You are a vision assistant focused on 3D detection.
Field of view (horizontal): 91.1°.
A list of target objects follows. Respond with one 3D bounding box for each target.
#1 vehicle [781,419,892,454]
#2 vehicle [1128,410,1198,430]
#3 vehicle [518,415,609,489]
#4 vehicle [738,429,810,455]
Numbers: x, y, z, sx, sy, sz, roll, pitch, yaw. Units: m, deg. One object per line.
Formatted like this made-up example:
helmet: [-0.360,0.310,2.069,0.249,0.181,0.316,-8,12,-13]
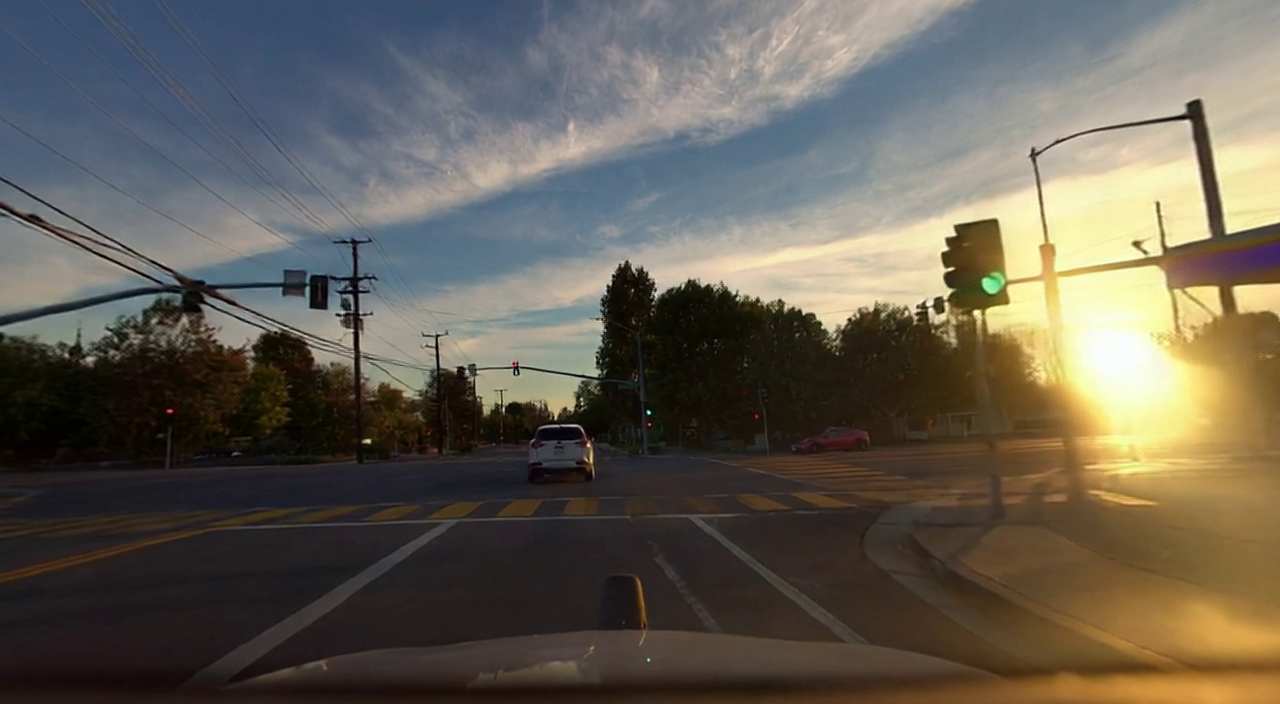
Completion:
vehicle: [10.254,4.432,32.984,5.149,1.725,1.964,0,-8,-4]
vehicle: [39.446,5.153,47.389,3.805,1.451,1.641,0,-8,-3]
vehicle: [-2.118,2.910,18.536,2.300,1.868,4.690,1,-8,-4]
vehicle: [7.976,5.418,37.715,3.990,1.548,1.780,-1,-8,5]
